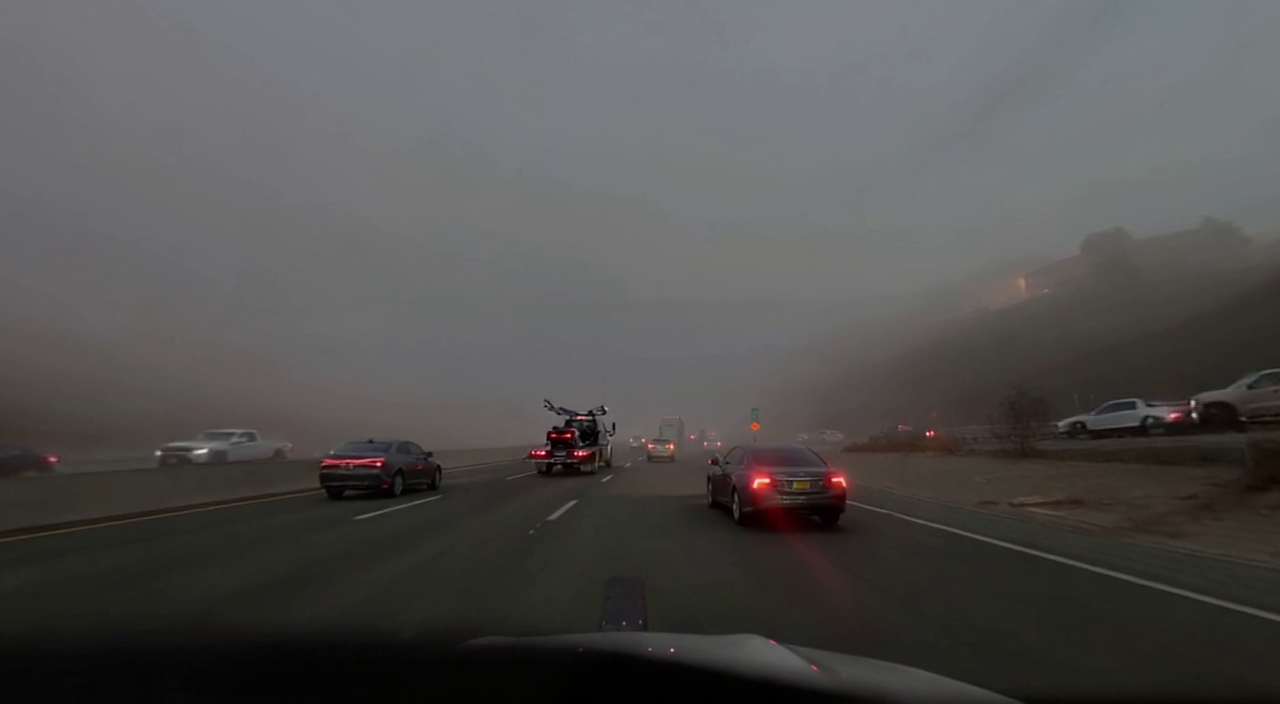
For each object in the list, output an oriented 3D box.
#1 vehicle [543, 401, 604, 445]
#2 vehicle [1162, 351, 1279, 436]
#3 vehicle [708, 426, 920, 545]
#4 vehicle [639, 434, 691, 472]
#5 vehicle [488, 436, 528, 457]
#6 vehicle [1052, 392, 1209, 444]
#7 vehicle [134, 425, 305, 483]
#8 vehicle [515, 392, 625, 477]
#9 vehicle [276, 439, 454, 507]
[{"bbox_3d":[-2.650,3.031,26.191,1.893,1.674,4.766,0,-8,2],"label":"vehicle"},{"bbox_3d":[13.647,0.870,12.958,1.979,1.616,4.268,1,-8,-4],"label":"vehicle"},{"bbox_3d":[2.448,2.012,10.204,2.040,1.481,4.260,0,-8,-3],"label":"vehicle"},{"bbox_3d":[1.085,4.339,27.173,2.079,1.499,3.915,0,-8,2],"label":"vehicle"},{"bbox_3d":[-9.988,7.186,47.989,1.881,1.511,3.959,-1,-8,5],"label":"vehicle"},{"bbox_3d":[17.215,2.438,22.456,2.034,1.647,4.188,0,-8,-3],"label":"vehicle"},{"bbox_3d":[-15.414,3.799,23.679,2.333,1.897,5.499,-1,-8,4],"label":"vehicle"},{"bbox_3d":[-2.586,3.660,27.421,3.162,2.955,10.282,0,-8,3],"label":"vehicle"},{"bbox_3d":[-6.406,2.857,15.483,1.964,1.395,4.948,0,-8,2],"label":"vehicle"}]
